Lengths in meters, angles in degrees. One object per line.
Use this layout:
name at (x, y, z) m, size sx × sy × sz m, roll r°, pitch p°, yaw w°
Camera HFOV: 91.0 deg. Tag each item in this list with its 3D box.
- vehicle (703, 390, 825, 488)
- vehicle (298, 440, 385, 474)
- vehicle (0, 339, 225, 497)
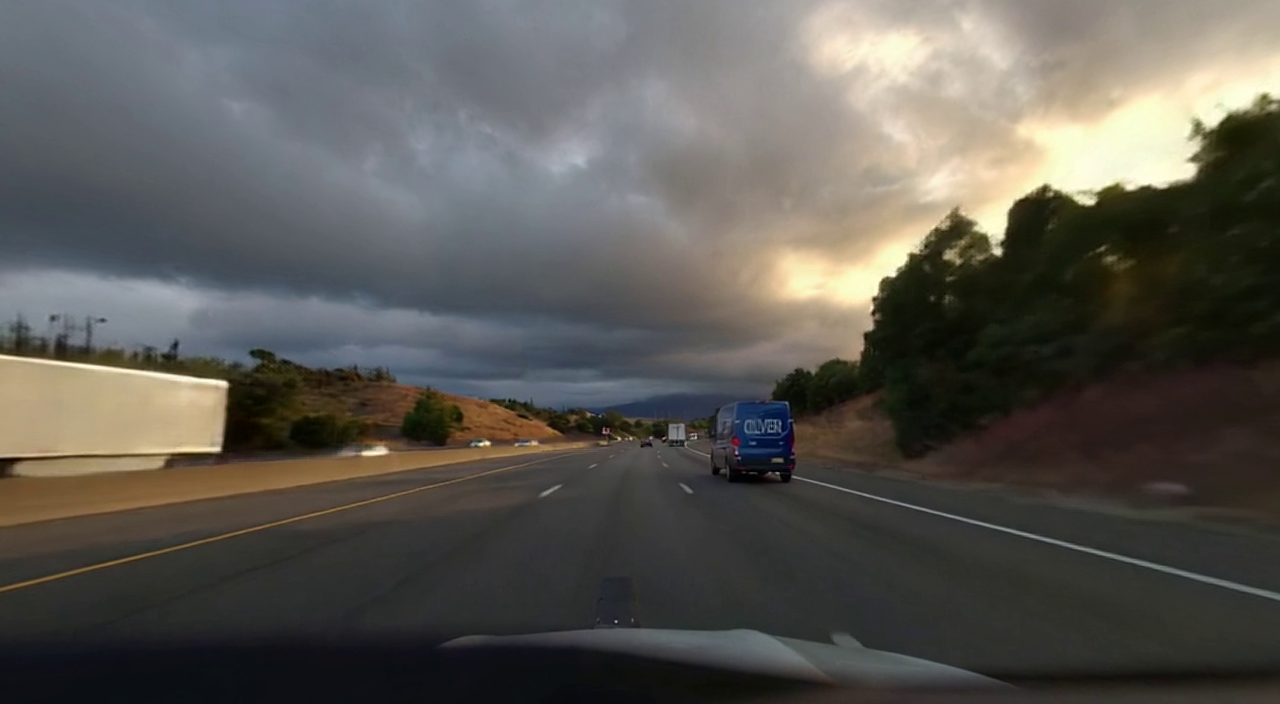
vehicle at (3.564, 2.698, 19.548) m, size 2.485 × 2.562 × 5.535 m, roll 0°, pitch -8°, yaw -2°
vehicle at (-14.143, 4.956, 30.141) m, size 1.884 × 1.469 × 4.674 m, roll 0°, pitch -8°, yaw 0°
vehicle at (-18.301, 1.995, 18.229) m, size 2.910 × 4.115 × 14.247 m, roll 0°, pitch -8°, yaw 0°
